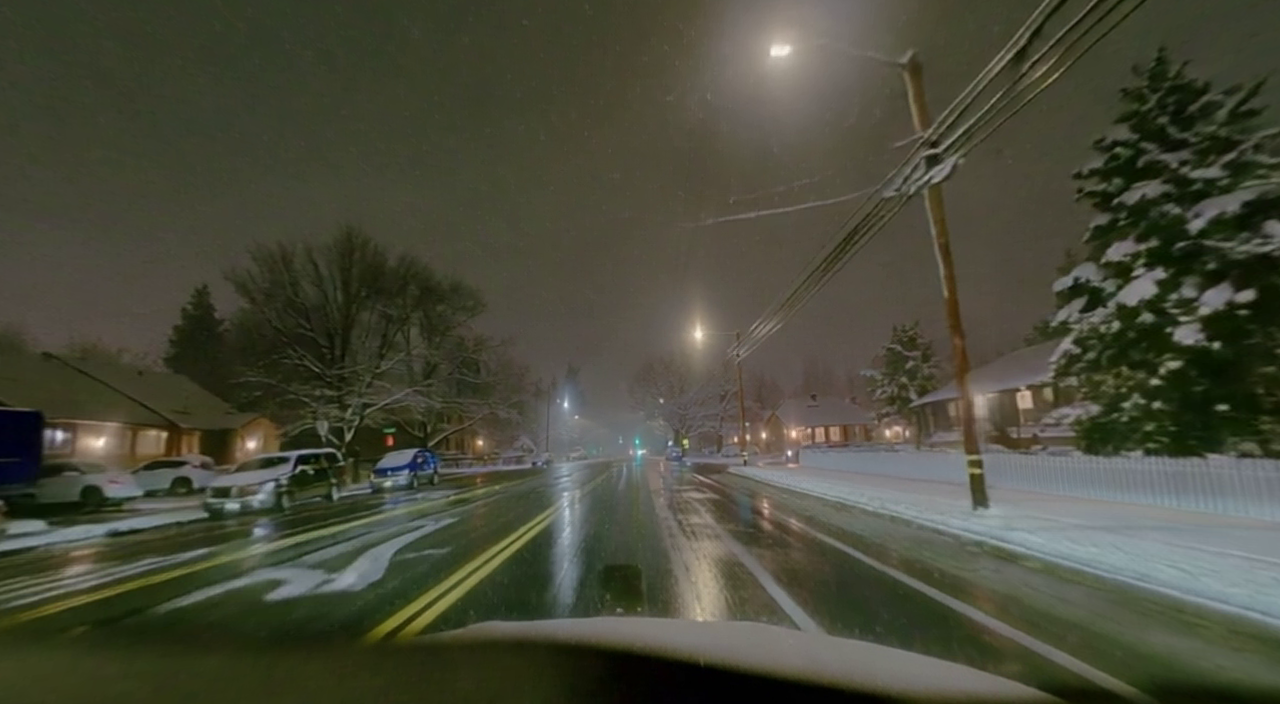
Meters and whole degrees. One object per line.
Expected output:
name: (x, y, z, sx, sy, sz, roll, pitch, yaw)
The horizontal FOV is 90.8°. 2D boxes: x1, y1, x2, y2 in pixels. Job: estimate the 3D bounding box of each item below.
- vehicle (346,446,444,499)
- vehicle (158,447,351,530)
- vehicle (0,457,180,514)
vehicle: (-11.113, 5.443, 29.195, 2.241, 1.944, 5.709, -4, -8, 0)
vehicle: (-11.100, 3.909, 18.899, 2.341, 1.835, 5.570, -3, -7, 0)
vehicle: (-17.523, 4.216, 20.166, 4.208, 1.658, 1.800, 0, -9, 0)
